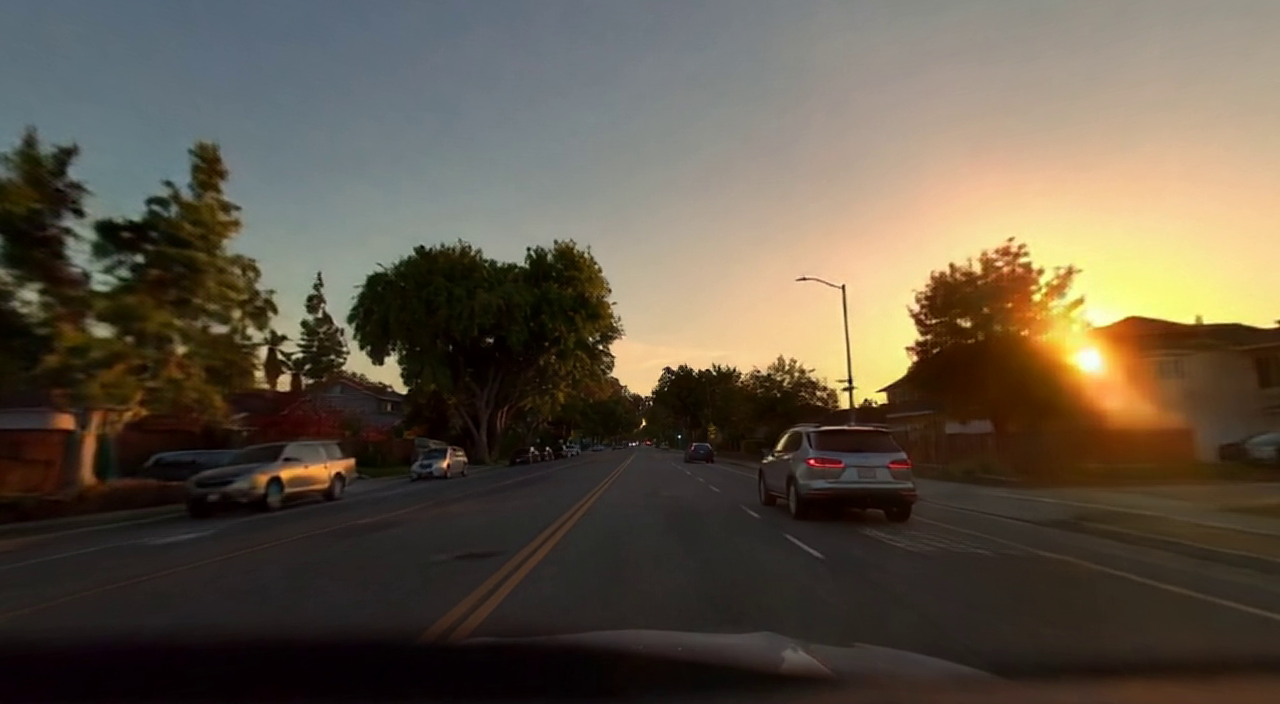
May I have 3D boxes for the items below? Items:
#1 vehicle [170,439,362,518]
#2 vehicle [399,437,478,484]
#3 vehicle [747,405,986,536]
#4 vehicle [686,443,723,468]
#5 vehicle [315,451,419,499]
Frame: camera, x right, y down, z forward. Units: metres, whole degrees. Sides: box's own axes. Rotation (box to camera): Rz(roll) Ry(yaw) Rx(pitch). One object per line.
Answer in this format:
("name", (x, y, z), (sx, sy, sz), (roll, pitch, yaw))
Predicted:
("vehicle", (-10.567, 3.575, 18.572), (2.261, 1.851, 5.724), (-2, -8, -1))
("vehicle", (-10.358, 5.620, 32.964), (2.254, 2.127, 5.697), (-3, -9, 0))
("vehicle", (3.800, 2.163, 12.180), (2.497, 1.889, 5.833), (0, -8, 1))
("vehicle", (3.987, 6.503, 39.819), (1.956, 1.492, 4.425), (0, -8, 1))
("vehicle", (-10.490, 4.729, 24.667), (2.006, 1.476, 4.570), (-3, -8, 1))
